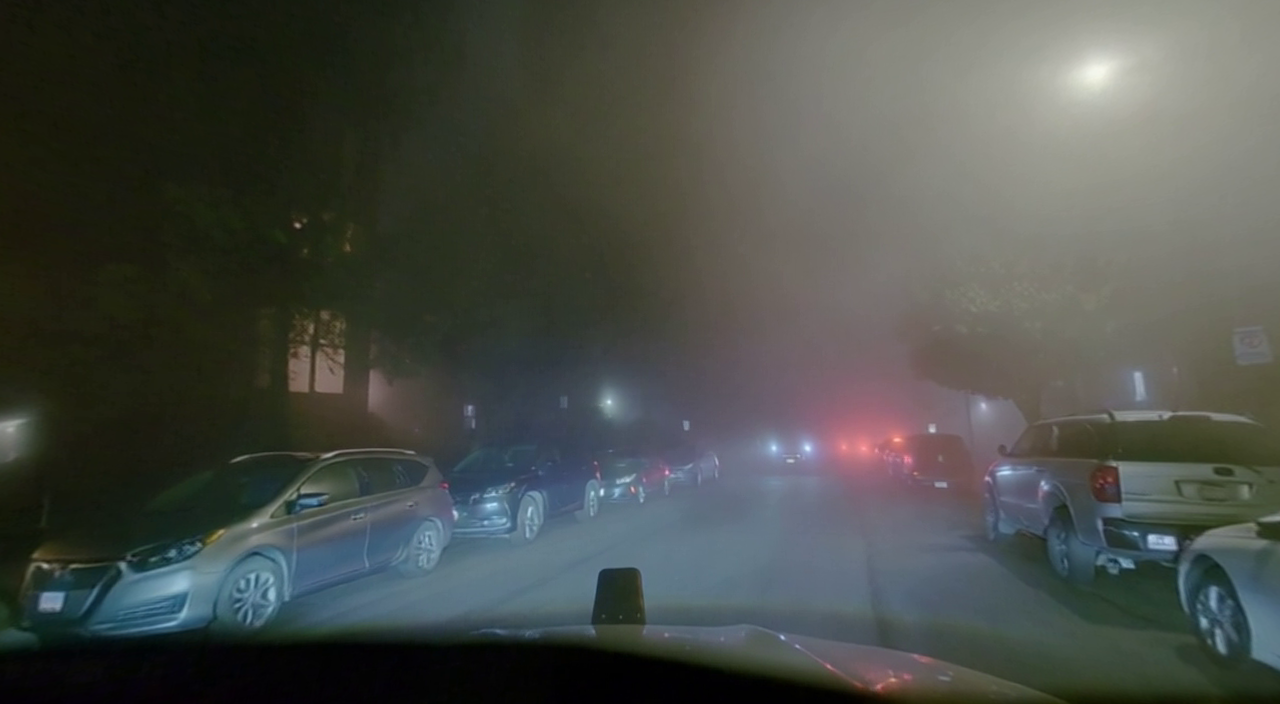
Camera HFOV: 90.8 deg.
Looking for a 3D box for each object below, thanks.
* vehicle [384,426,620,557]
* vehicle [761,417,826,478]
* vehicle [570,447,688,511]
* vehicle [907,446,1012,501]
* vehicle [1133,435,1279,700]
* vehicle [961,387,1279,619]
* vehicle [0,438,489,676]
[{"bbox_3d":[-2.111,2.343,11.585,2.203,1.815,4.972,-2,-9,14],"label":"vehicle"},{"bbox_3d":[8.318,5.041,33.741,2.716,2.887,6.781,-2,-8,18],"label":"vehicle"},{"bbox_3d":[-0.116,3.400,17.531,1.861,1.474,4.749,-3,-9,17],"label":"vehicle"},{"bbox_3d":[9.671,3.648,19.500,1.813,1.468,4.267,-2,-9,12],"label":"vehicle"},{"bbox_3d":[4.275,1.054,2.508,1.992,1.456,4.610,-2,-9,16],"label":"vehicle"},{"bbox_3d":[5.695,1.593,7.643,2.182,1.900,4.779,-2,-9,15],"label":"vehicle"},{"bbox_3d":[-3.494,1.671,6.490,1.855,1.510,4.406,-2,-9,15],"label":"vehicle"}]
